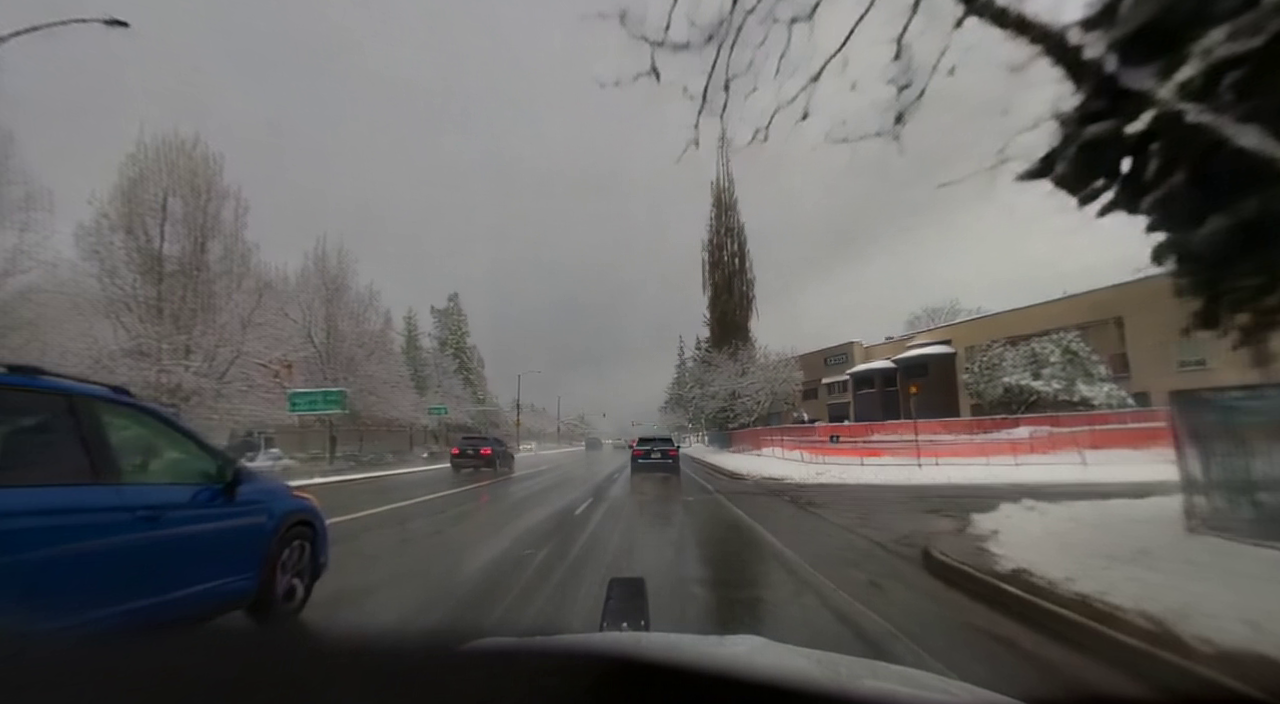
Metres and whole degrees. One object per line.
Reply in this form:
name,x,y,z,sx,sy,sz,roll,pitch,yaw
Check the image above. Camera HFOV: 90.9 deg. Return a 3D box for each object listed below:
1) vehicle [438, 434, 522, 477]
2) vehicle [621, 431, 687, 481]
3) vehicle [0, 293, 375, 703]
vehicle,-5.911,3.880,23.853,1.877,1.479,4.430,0,-8,2
vehicle,0.497,3.801,23.323,2.227,1.654,4.091,0,-8,1
vehicle,-3.459,0.788,2.956,2.157,1.824,4.986,0,-8,1
